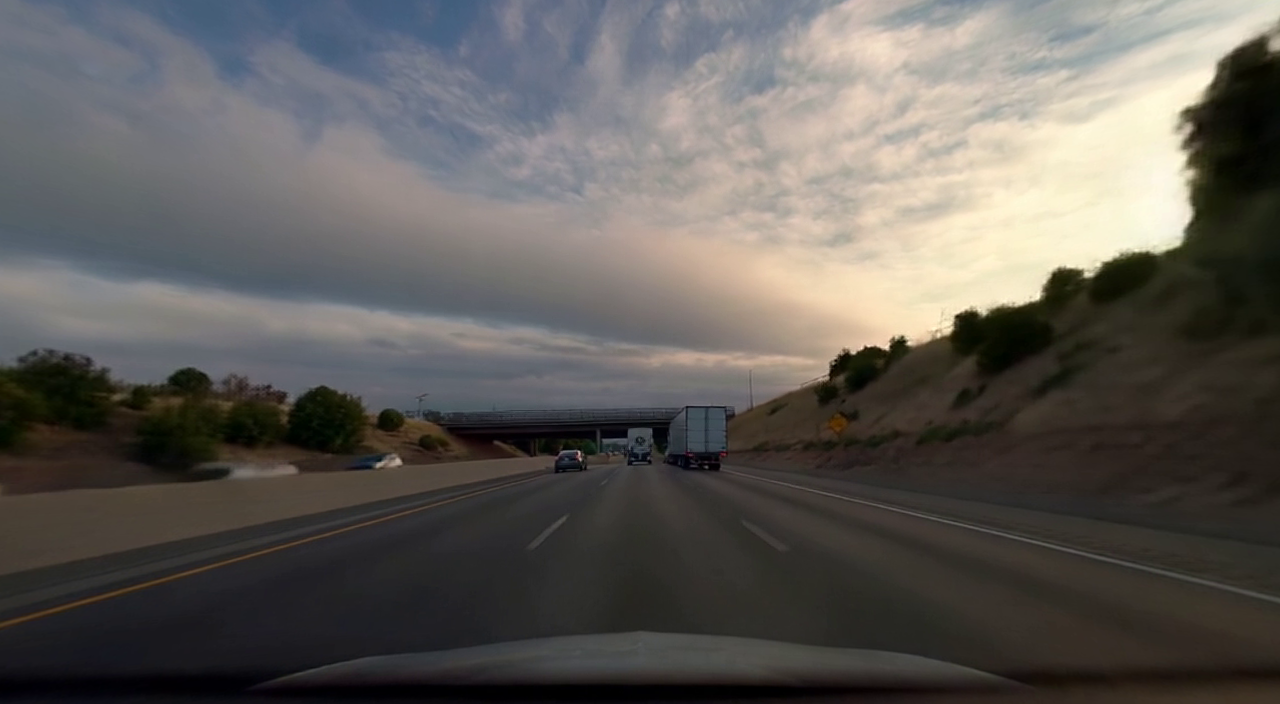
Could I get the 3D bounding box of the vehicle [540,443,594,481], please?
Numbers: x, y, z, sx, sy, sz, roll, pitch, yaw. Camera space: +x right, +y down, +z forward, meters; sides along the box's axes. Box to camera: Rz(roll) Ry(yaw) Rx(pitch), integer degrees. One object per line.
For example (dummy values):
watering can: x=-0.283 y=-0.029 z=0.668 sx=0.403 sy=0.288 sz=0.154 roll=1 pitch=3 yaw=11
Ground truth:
vehicle: x=-3.383 y=5.203 z=30.006 sx=2.007 sy=1.647 sz=3.854 roll=0 pitch=-9 yaw=1

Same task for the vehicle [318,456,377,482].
vehicle: x=-19.142 y=7.627 z=41.455 sx=1.859 sy=1.580 sz=4.117 roll=0 pitch=-9 yaw=0

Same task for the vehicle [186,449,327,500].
vehicle: x=-12.005 y=3.831 z=20.114 sx=1.857 sy=1.439 sz=4.139 roll=0 pitch=-9 yaw=0

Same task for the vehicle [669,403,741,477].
vehicle: x=3.964 y=6.114 z=43.095 sx=3.131 sy=4.037 sz=16.729 roll=0 pitch=-9 yaw=0
